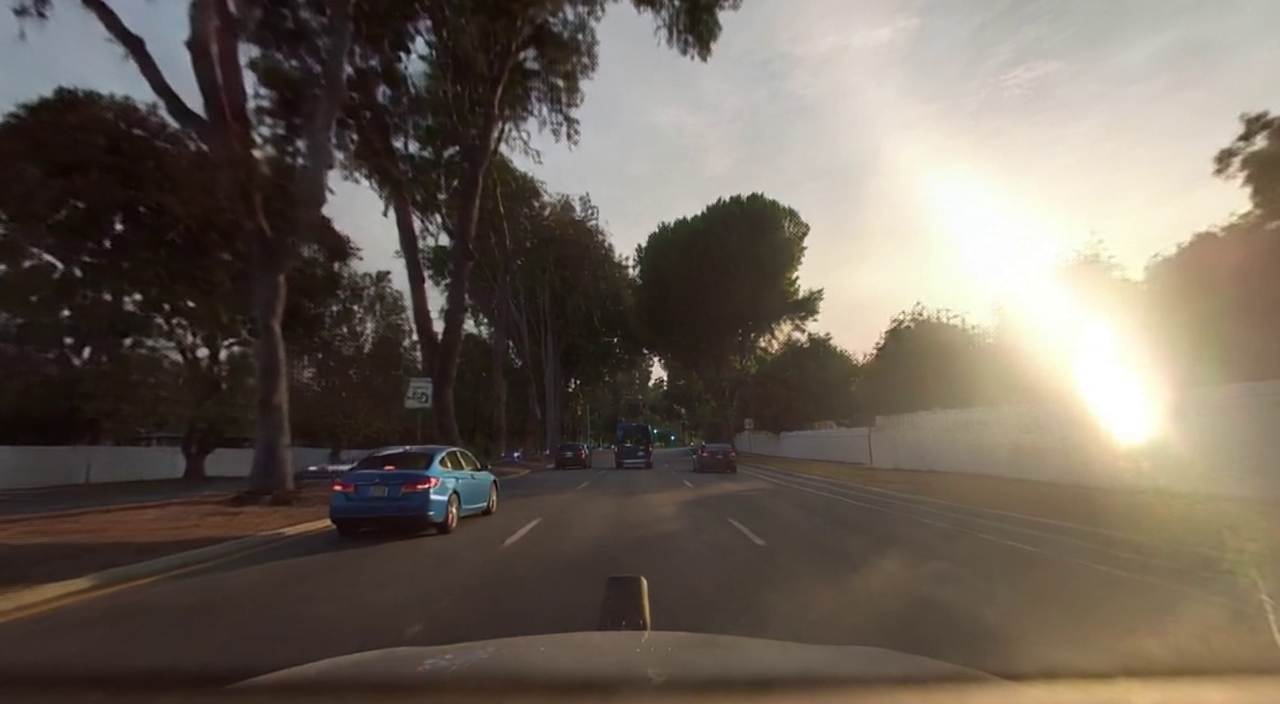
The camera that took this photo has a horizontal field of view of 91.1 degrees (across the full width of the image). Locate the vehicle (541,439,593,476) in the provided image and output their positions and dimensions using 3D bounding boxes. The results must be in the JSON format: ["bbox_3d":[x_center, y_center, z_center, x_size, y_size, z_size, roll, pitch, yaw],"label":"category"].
[{"bbox_3d":[-3.617,5.295,31.843,2.021,1.715,4.329,0,-8,1],"label":"vehicle"}]

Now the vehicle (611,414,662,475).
[{"bbox_3d":[-0.224,4.645,31.591,2.311,2.726,5.814,0,-8,-1],"label":"vehicle"}]

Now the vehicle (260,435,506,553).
[{"bbox_3d":[-3.766,2.148,10.341,2.036,1.474,4.647,0,-8,1],"label":"vehicle"}]

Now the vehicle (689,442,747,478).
[{"bbox_3d":[3.377,4.747,27.952,1.945,1.469,4.258,0,-8,-1],"label":"vehicle"}]
